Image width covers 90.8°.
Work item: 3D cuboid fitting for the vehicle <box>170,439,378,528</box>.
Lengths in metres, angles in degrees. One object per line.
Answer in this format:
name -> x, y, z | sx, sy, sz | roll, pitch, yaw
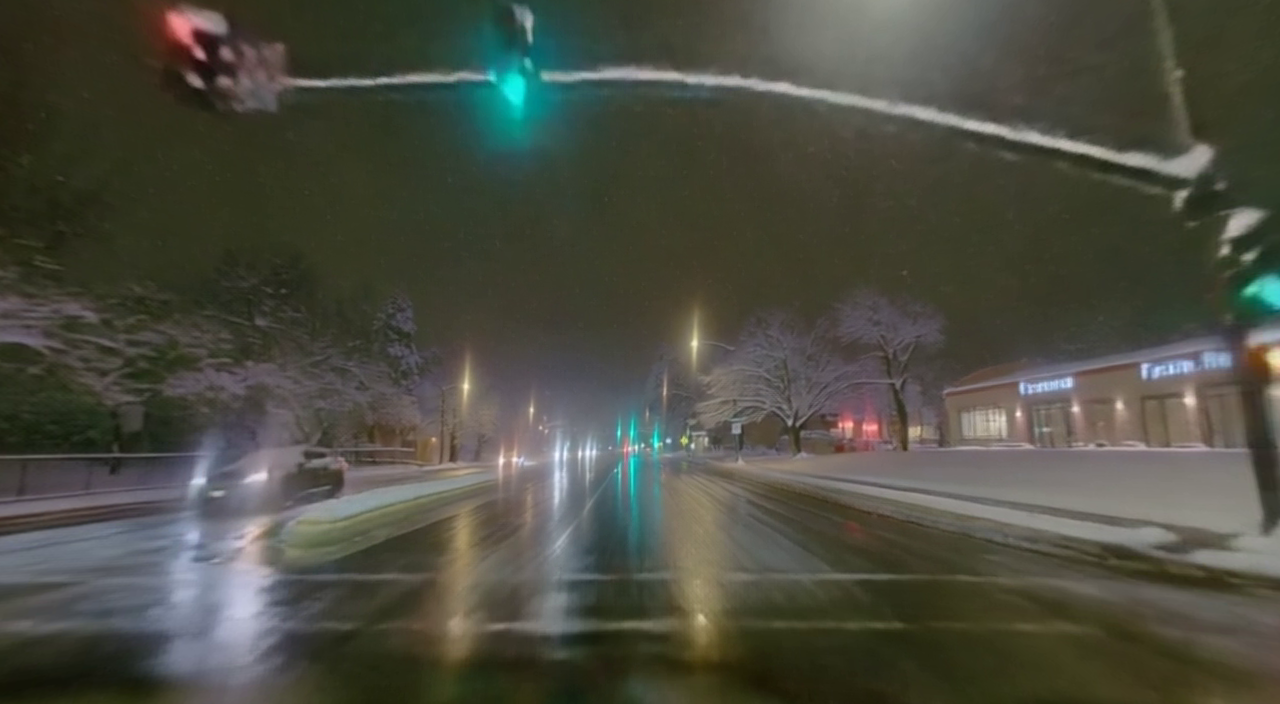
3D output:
vehicle -> -7.657, 2.818, 13.875 | 2.011, 1.490, 4.472 | -3, -10, -2
